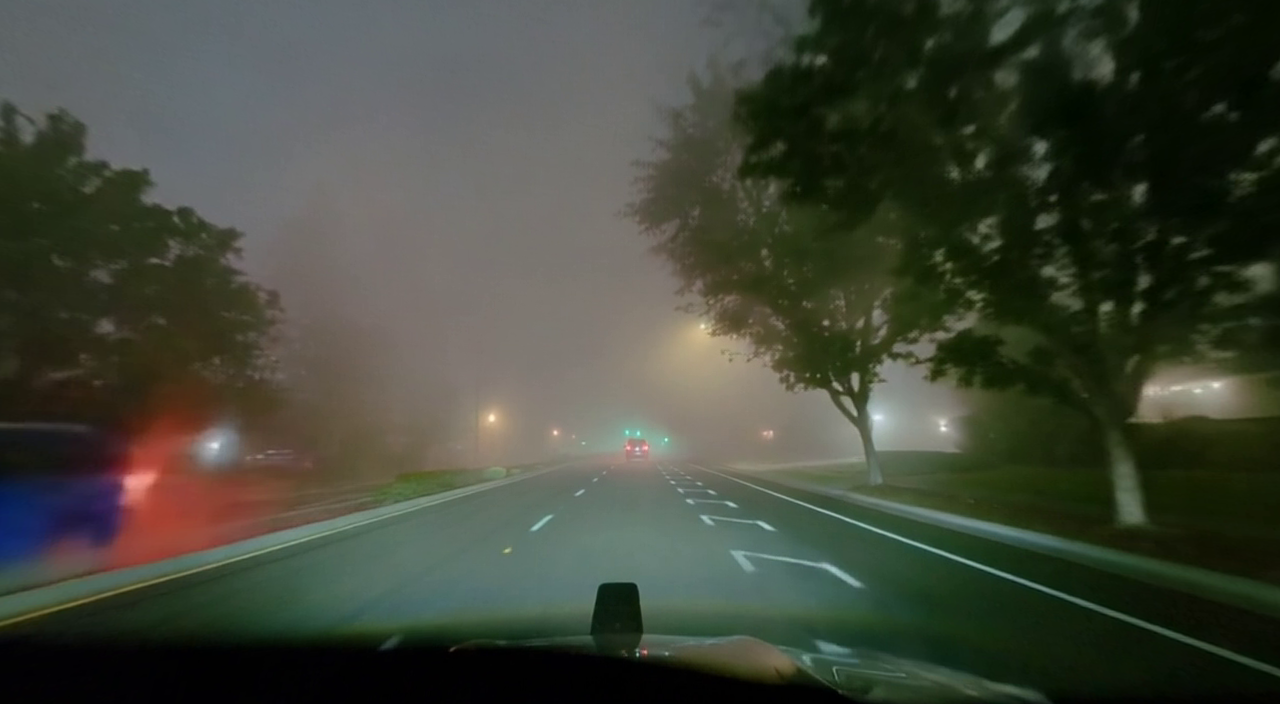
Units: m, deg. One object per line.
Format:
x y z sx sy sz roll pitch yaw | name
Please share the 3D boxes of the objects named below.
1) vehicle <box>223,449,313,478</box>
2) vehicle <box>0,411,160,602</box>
-24.450 7.318 41.430 4.605 1.682 2.105 -2 -8 2 | vehicle
-7.128 1.424 5.687 2.165 1.785 4.222 0 -8 0 | vehicle
